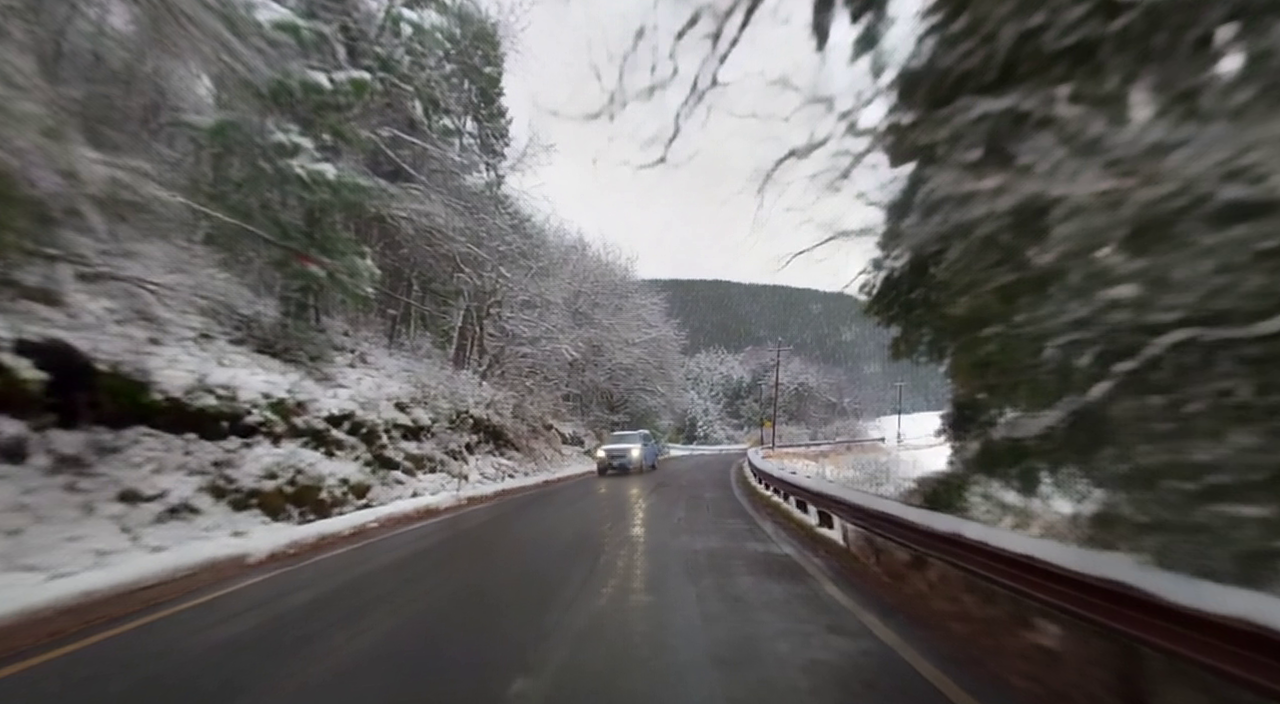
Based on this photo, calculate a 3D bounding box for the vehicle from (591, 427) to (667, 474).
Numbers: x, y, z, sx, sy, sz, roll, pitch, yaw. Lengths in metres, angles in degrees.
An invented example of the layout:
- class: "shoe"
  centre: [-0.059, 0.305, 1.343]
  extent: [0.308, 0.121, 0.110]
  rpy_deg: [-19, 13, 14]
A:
- class: "vehicle"
  centre: [-0.336, 4.188, 26.939]
  extent: [2.251, 1.799, 4.776]
  rpy_deg: [-2, -9, 11]
